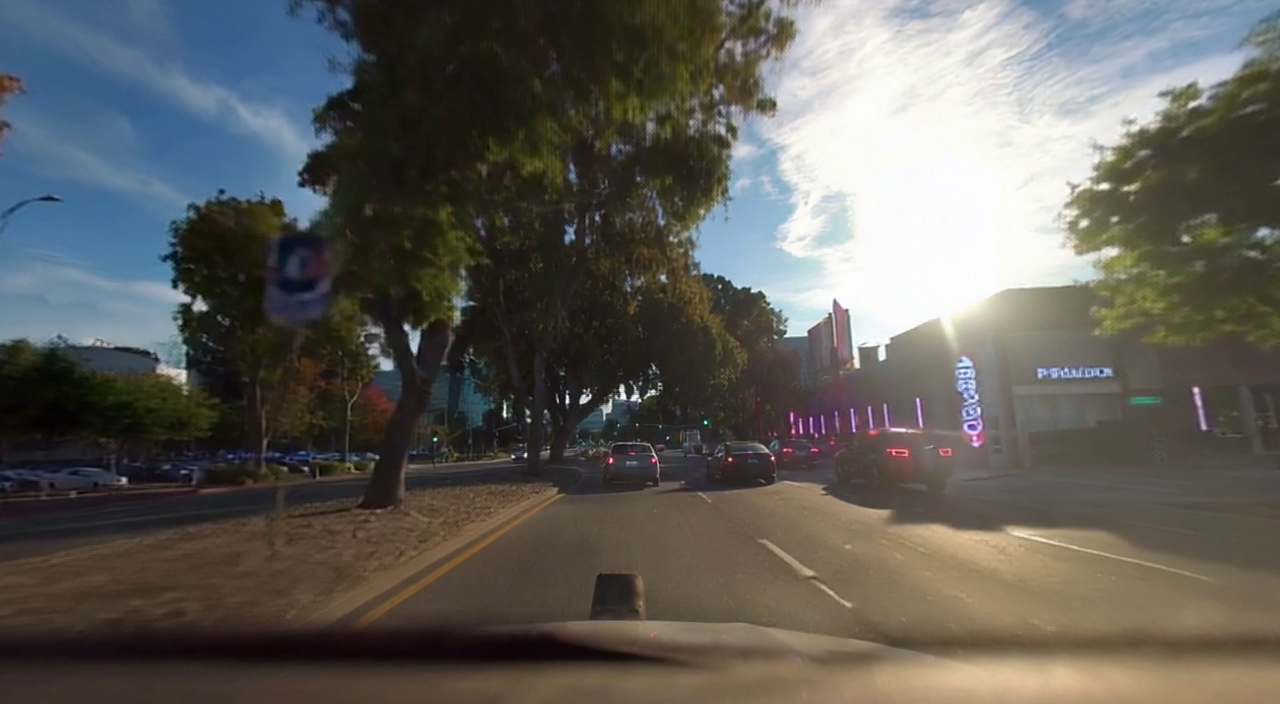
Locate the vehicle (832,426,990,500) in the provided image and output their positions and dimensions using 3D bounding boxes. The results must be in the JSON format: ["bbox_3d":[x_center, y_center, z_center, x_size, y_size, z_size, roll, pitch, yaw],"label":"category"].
[{"bbox_3d":[7.070,2.957,17.208,2.052,1.708,4.842,0,-9,-1],"label":"vehicle"}]

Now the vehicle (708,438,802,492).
[{"bbox_3d":[3.403,3.428,19.520,1.993,1.477,4.240,0,-9,-2],"label":"vehicle"}]

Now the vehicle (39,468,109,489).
[{"bbox_3d":[-43.932,9.811,49.146,1.926,1.430,3.780,0,-9,-1],"label":"vehicle"}]

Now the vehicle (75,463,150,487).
[{"bbox_3d":[-41.124,9.607,49.407,1.864,1.585,4.629,-2,-8,0],"label":"vehicle"}]

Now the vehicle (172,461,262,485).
[{"bbox_3d":[-28.230,8.076,42.283,4.693,1.499,1.838,0,-9,0],"label":"vehicle"}]

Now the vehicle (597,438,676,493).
[{"bbox_3d":[-0.175,3.347,18.967,2.101,1.444,4.248,0,-9,-2],"label":"vehicle"}]
